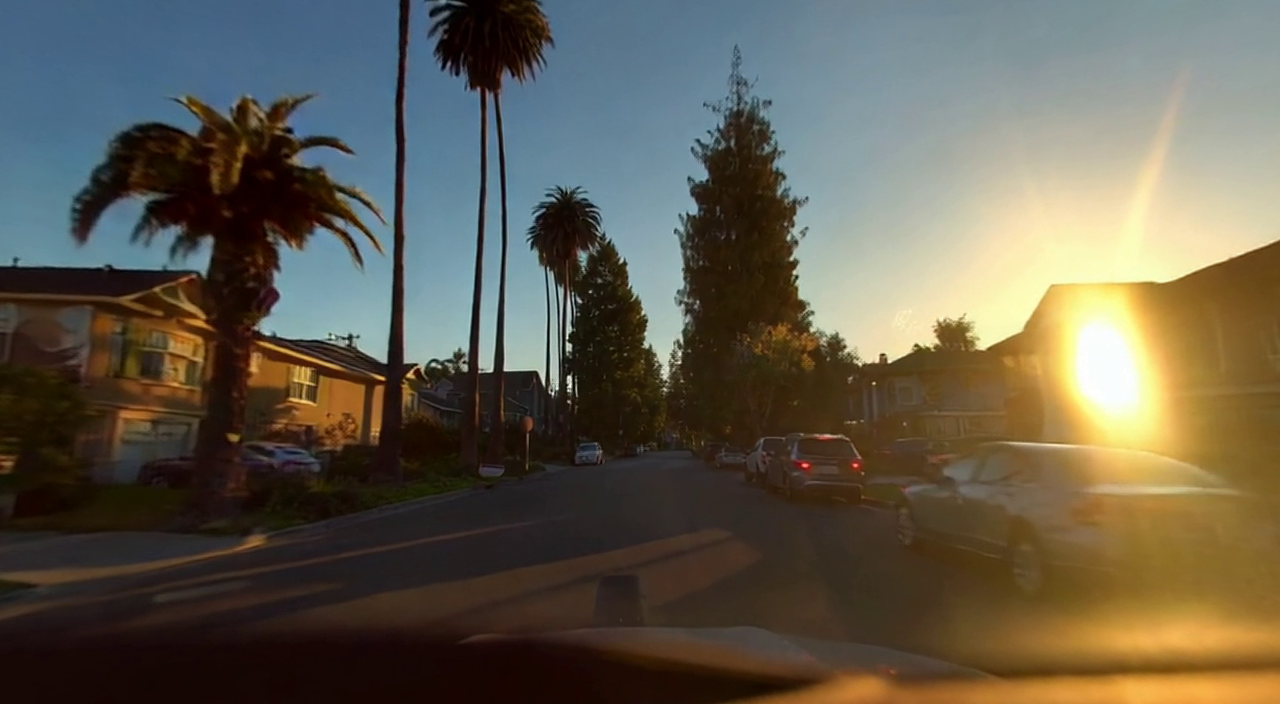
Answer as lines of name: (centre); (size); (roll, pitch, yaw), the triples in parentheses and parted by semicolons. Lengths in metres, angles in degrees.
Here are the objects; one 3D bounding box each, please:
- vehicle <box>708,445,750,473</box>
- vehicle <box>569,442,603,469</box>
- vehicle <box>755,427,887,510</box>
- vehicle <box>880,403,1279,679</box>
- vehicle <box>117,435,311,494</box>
vehicle: (5.344, 6.490, 38.500); (2.056, 1.464, 4.493); (3, -9, 2)
vehicle: (-3.973, 7.719, 47.316); (2.149, 1.877, 5.082); (-2, -9, -1)
vehicle: (4.525, 3.002, 16.770); (2.166, 1.766, 5.186); (1, -9, 2)
vehicle: (4.373, 1.588, 6.507); (1.971, 1.663, 5.076); (3, -9, 2)
vehicle: (-12.837, 3.386, 19.257); (4.448, 1.679, 1.972); (0, -9, 2)
